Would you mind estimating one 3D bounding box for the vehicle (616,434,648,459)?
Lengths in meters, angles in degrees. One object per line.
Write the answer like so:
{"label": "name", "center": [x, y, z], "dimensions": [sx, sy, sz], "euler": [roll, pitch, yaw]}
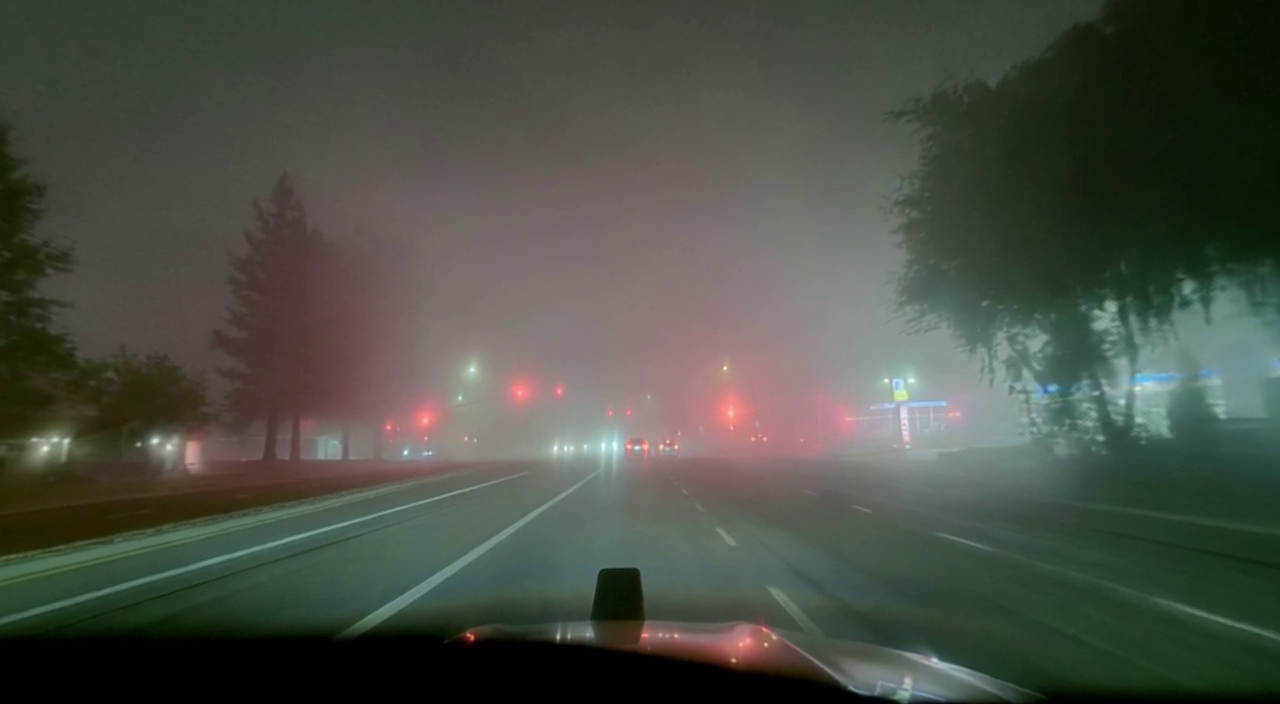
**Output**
{"label": "vehicle", "center": [-0.561, 6.770, 45.060], "dimensions": [2.146, 1.742, 4.095], "euler": [0, -9, -1]}
